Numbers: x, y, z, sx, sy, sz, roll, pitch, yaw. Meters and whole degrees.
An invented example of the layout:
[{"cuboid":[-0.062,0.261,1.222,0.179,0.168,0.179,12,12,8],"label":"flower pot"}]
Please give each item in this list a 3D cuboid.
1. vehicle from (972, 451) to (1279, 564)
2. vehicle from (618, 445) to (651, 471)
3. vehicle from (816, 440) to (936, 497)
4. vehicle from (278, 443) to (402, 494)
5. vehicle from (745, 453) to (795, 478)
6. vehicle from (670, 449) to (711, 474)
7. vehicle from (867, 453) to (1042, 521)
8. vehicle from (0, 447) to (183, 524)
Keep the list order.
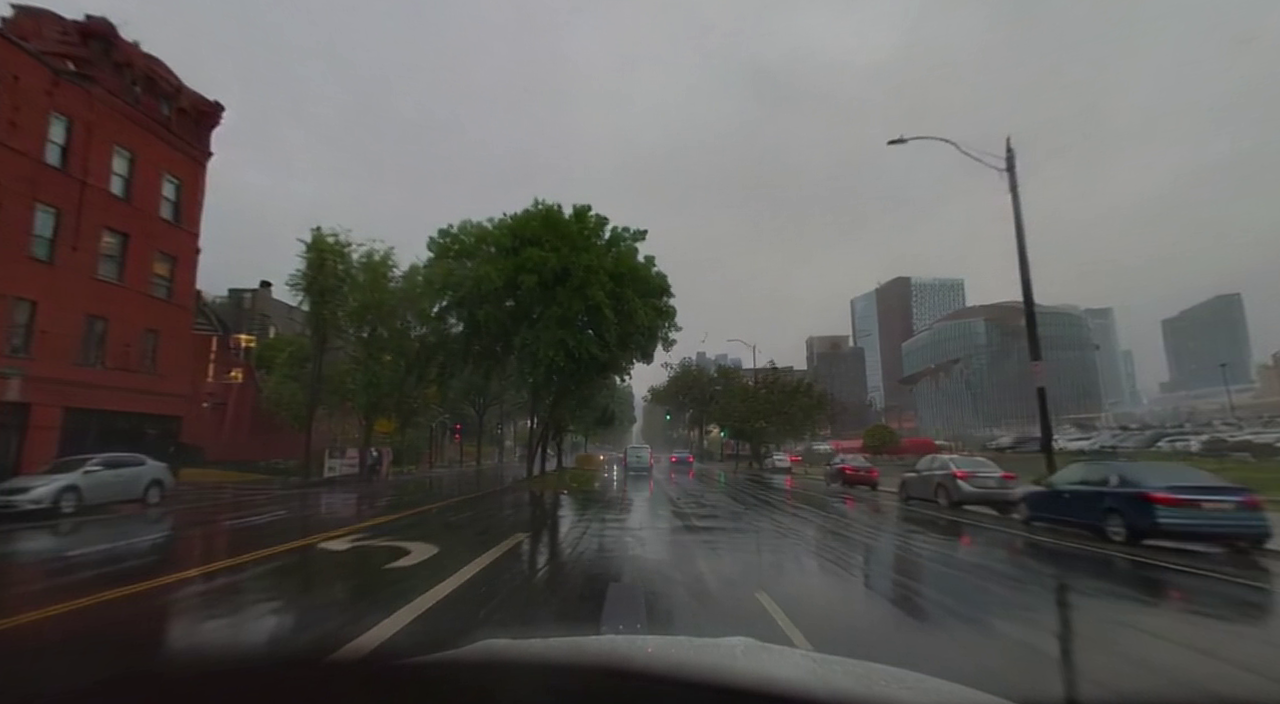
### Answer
[{"cuboid":[8.048,2.430,10.780,2.030,1.444,4.832,0,-9,-1],"label":"vehicle"},{"cuboid":[-0.427,7.971,47.680,2.329,1.842,4.537,0,-8,-1],"label":"vehicle"},{"cuboid":[8.121,4.086,22.361,2.310,1.753,4.814,0,-9,-1],"label":"vehicle"},{"cuboid":[-14.481,5.644,31.132,2.822,2.230,6.145,0,-9,3],"label":"vehicle"},{"cuboid":[8.128,7.135,40.017,2.054,1.455,4.786,0,-9,-2],"label":"vehicle"},{"cuboid":[3.137,6.954,40.384,2.238,1.499,4.964,0,-8,0],"label":"vehicle"},{"cuboid":[7.959,3.428,16.676,2.075,1.467,4.800,0,-9,-1],"label":"vehicle"},{"cuboid":[-14.846,3.410,16.768,2.063,1.735,4.317,0,-9,1],"label":"vehicle"}]
